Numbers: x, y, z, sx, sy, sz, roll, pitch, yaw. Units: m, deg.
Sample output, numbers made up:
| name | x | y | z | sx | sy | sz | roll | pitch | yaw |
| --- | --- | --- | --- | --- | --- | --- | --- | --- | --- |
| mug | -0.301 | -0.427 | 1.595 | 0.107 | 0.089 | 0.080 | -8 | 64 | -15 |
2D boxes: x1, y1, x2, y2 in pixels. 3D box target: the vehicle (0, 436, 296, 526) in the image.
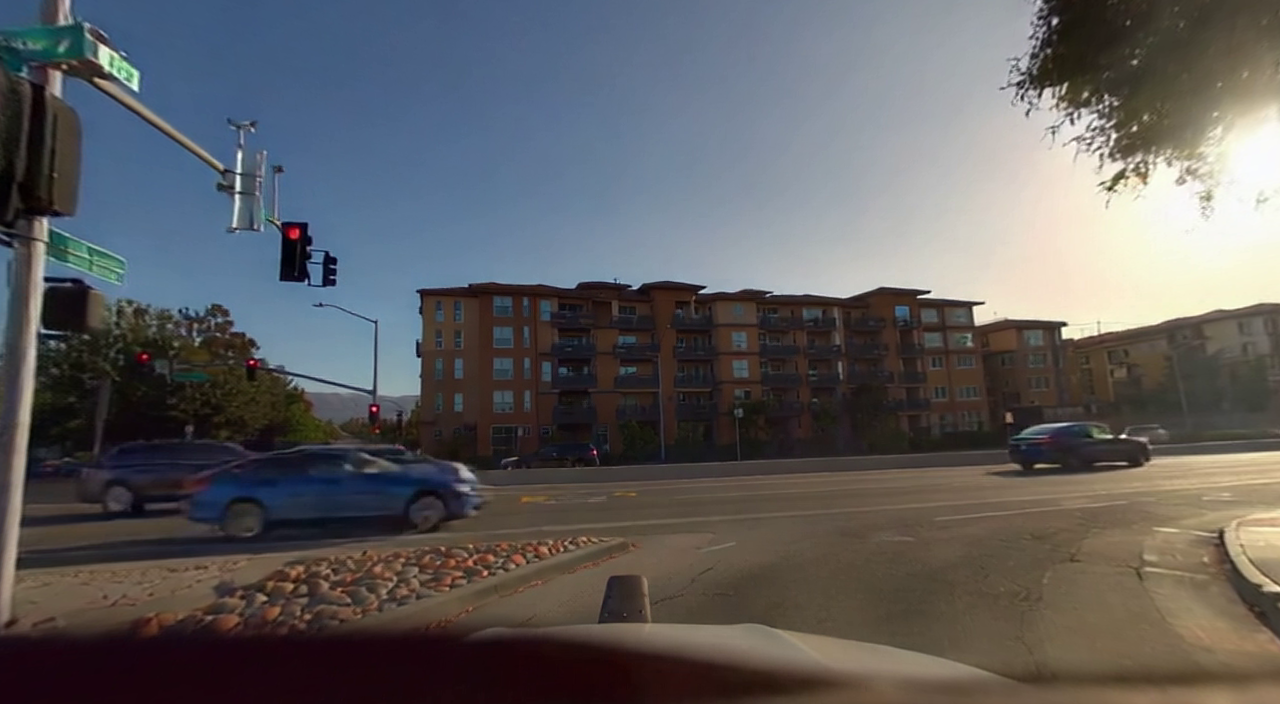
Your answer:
| name | x | y | z | sx | sy | sz | roll | pitch | yaw |
| --- | --- | --- | --- | --- | --- | --- | --- | --- | --- |
| vehicle | -10.307 | 2.676 | 13.610 | 4.683 | 1.678 | 1.981 | 3 | -9 | -18 |

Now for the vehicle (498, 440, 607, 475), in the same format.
| name | x | y | z | sx | sy | sz | roll | pitch | yaw |
| --- | --- | --- | --- | --- | --- | --- | --- | --- | --- |
| vehicle | -3.727 | 4.458 | 26.860 | 4.289 | 1.415 | 1.774 | 3 | -9 | -19 |

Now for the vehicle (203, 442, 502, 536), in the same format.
| name | x | y | z | sx | sy | sz | roll | pitch | yaw |
| --- | --- | --- | --- | --- | --- | --- | --- | --- | --- |
| vehicle | -4.930 | 2.375 | 11.490 | 4.521 | 1.433 | 1.943 | 2 | -9 | -18 |

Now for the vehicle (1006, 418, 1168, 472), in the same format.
| name | x | y | z | sx | sy | sz | roll | pitch | yaw |
| --- | --- | --- | --- | --- | --- | --- | --- | --- | --- |
| vehicle | 15.180 | 3.155 | 21.468 | 4.711 | 1.688 | 1.915 | 2 | -9 | -18 |
